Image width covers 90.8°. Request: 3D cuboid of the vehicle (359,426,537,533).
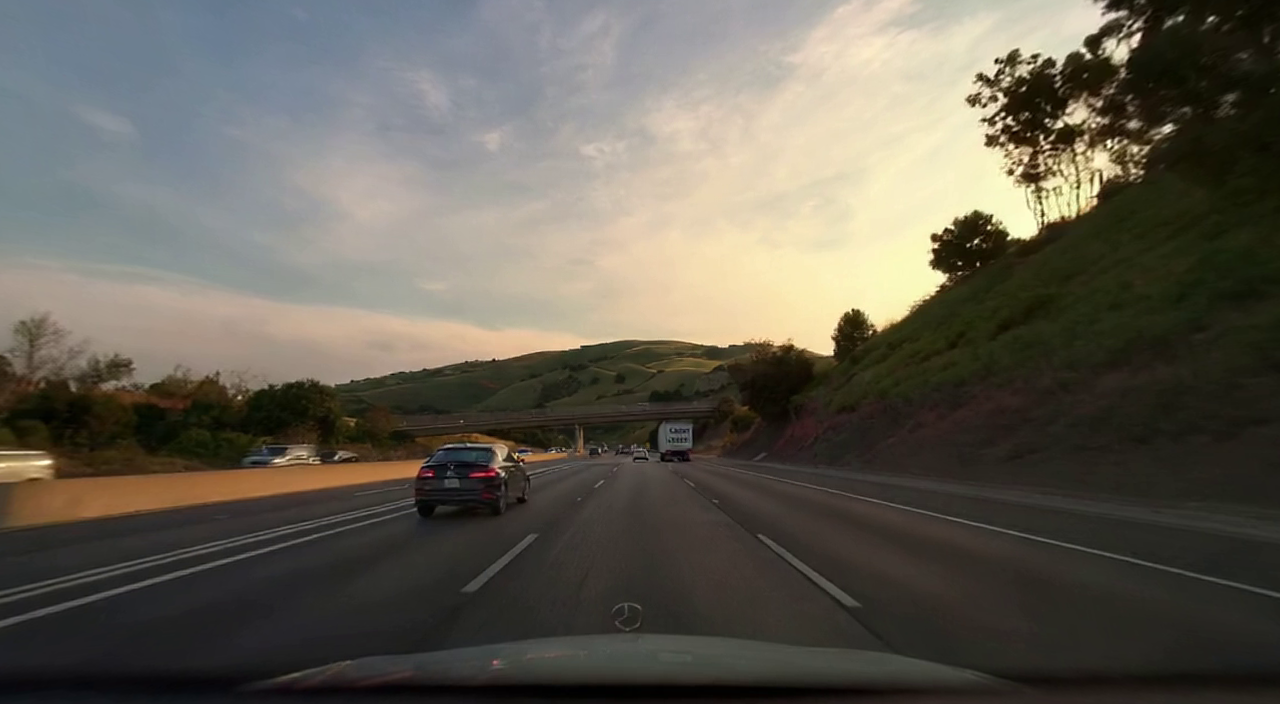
[{"bbox_3d":[-3.354,2.334,12.071,2.052,1.654,4.303,0,-9,0],"label":"vehicle"}]
